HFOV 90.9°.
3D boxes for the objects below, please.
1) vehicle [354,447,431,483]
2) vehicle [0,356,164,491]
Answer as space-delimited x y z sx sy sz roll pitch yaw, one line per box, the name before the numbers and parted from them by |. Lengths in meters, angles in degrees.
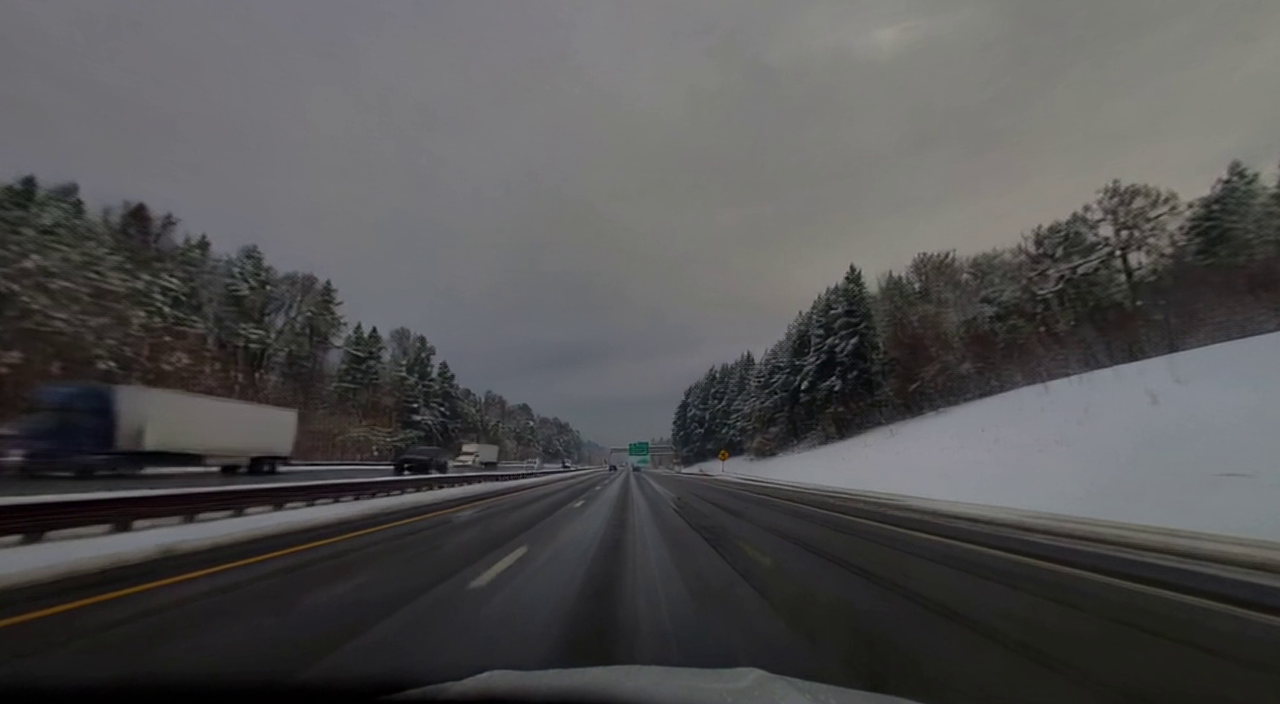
vehicle | -12.065 5.557 31.007 2.157 1.605 4.018 1 -10 -1
vehicle | -20.047 2.570 21.286 2.931 3.913 5.982 1 -10 0
